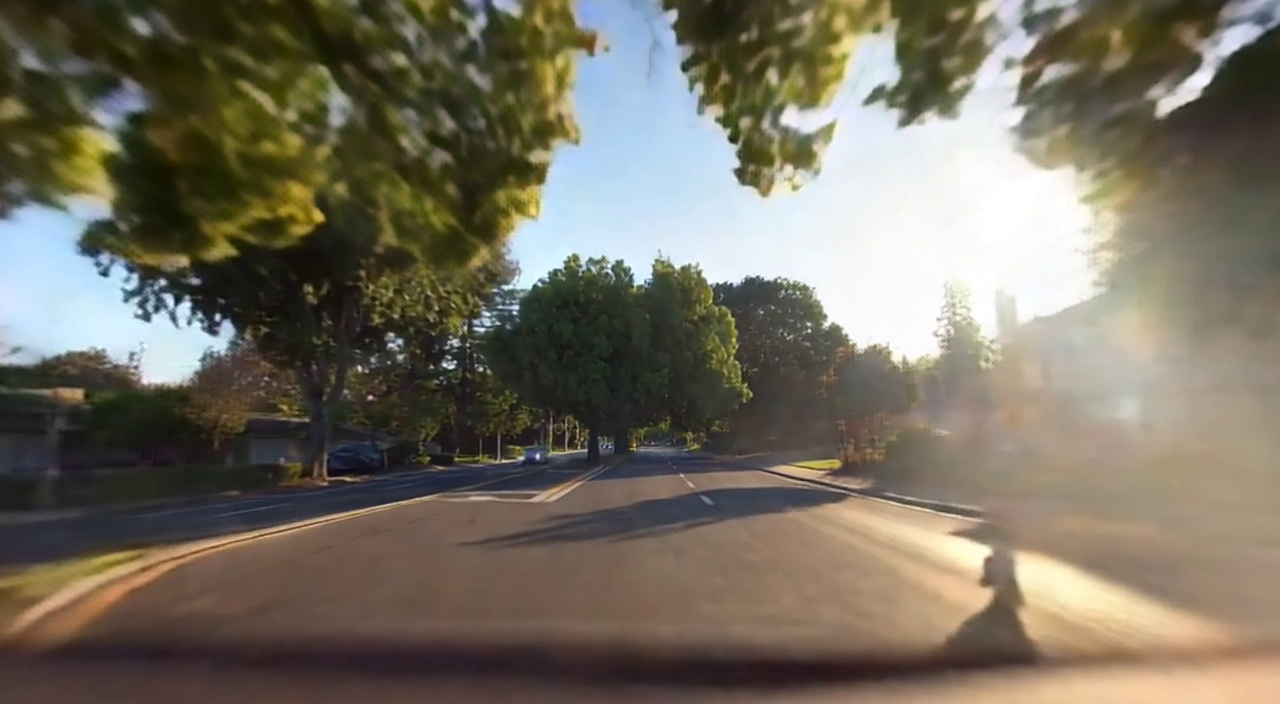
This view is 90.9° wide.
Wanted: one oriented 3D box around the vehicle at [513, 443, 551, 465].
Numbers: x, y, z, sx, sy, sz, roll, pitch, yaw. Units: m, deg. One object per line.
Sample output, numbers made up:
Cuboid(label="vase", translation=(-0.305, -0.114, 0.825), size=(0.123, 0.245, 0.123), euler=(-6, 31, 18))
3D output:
Cuboid(label="vehicle", translation=(-8.094, 7.637, 47.457), size=(2.044, 1.548, 4.284), euler=(0, -8, 1))
